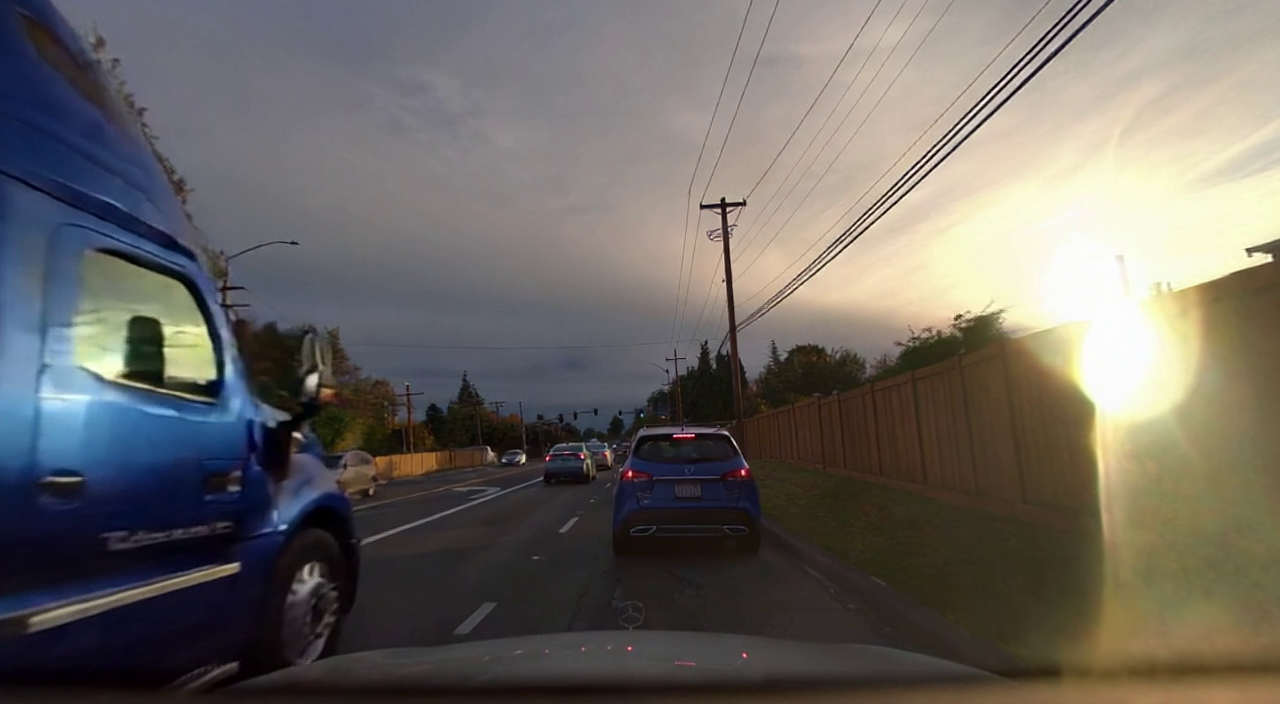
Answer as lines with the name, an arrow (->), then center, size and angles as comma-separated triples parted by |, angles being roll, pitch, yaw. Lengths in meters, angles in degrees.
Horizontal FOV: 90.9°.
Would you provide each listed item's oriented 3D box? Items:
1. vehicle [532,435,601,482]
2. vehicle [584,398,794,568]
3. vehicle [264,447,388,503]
vehicle -> -2.718, 4.075, 24.302 | 2.037, 1.639, 4.213 | 0, -9, 2
vehicle -> 0.485, 1.673, 8.692 | 2.174, 1.749, 4.113 | 0, -9, -1
vehicle -> -11.820, 4.623, 24.256 | 2.187, 1.863, 5.152 | -1, -9, -1
